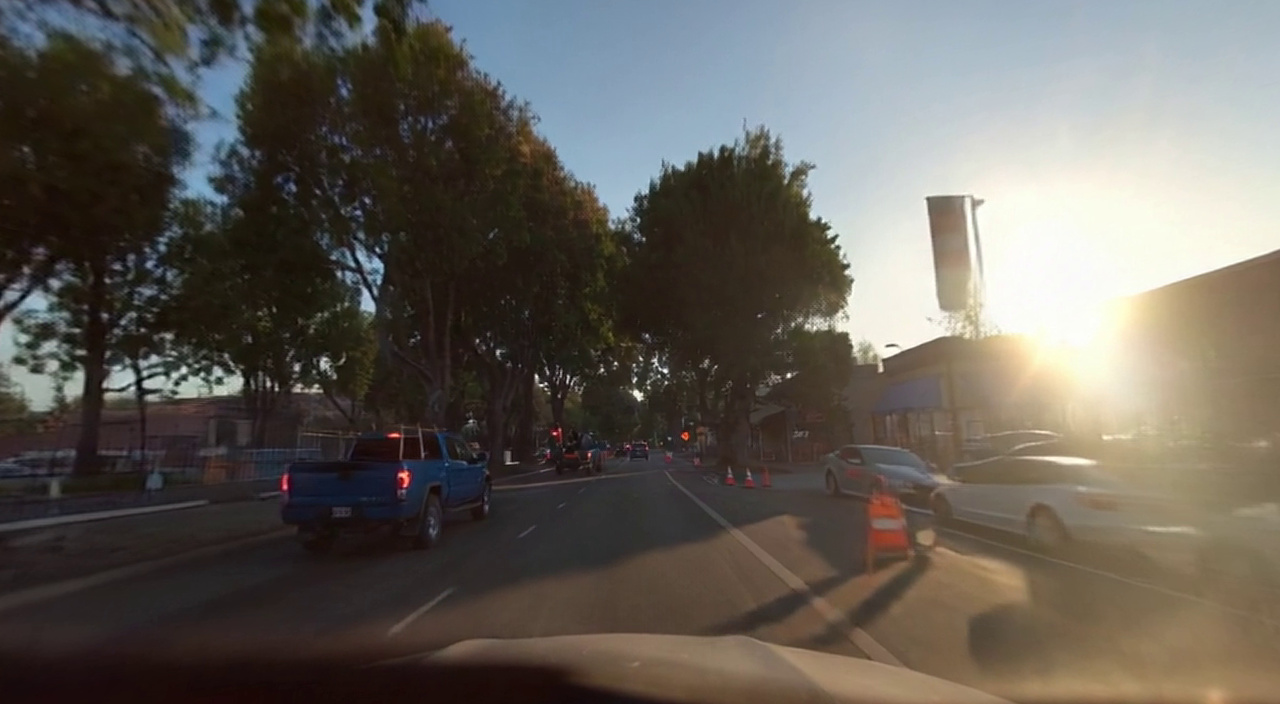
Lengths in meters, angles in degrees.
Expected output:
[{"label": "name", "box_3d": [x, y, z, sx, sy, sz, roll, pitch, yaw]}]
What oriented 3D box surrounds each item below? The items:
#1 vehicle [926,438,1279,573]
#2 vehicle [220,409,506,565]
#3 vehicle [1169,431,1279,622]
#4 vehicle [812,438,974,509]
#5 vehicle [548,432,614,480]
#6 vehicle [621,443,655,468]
[{"label": "vehicle", "box_3d": [6.686, 2.147, 9.872, 2.012, 1.523, 5.204, 0, -8, 0]}, {"label": "vehicle", "box_3d": [-3.666, 1.889, 9.563, 2.327, 1.775, 4.430, 0, -8, 0]}, {"label": "vehicle", "box_3d": [6.027, 1.185, 3.681, 2.045, 1.505, 4.615, -1, -8, 3]}, {"label": "vehicle", "box_3d": [6.631, 3.214, 17.342, 2.126, 1.642, 4.888, 1, -9, -4]}, {"label": "vehicle", "box_3d": [-2.695, 4.955, 30.437, 2.424, 2.063, 5.678, 0, -8, 2]}, {"label": "vehicle", "box_3d": [-0.216, 7.701, 47.346, 2.413, 1.748, 4.406, 0, -8, -1]}]
